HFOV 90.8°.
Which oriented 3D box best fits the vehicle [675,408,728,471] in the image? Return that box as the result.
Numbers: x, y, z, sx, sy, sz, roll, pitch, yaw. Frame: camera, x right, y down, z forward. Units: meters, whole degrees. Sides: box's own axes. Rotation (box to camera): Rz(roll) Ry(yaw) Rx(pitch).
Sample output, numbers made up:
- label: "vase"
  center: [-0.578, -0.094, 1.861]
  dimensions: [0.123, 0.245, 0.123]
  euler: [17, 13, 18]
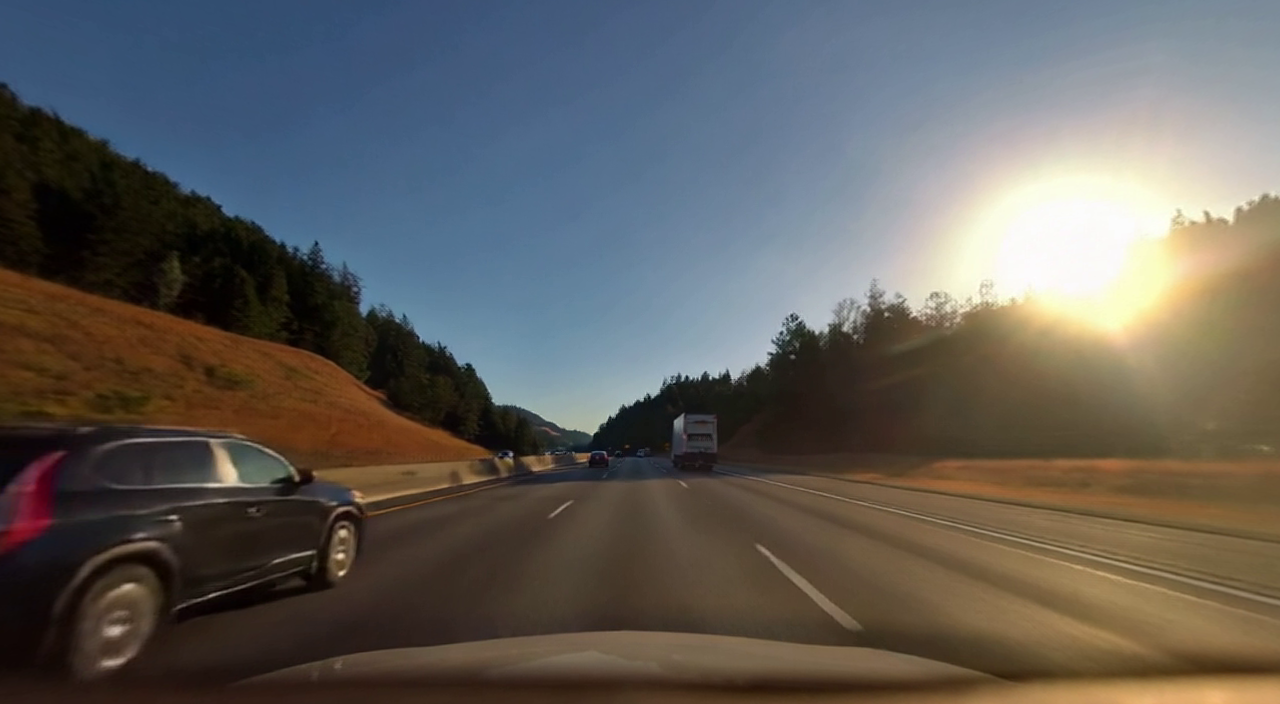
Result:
- label: "vehicle"
  center: [4.073, 5.993, 42.942]
  dimensions: [2.904, 4.001, 5.861]
  euler: [0, -9, -1]

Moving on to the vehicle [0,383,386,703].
- label: "vehicle"
  center: [-3.335, 1.123, 3.758]
  dimensions: [1.944, 1.548, 4.051]
  euler: [0, -9, 0]
